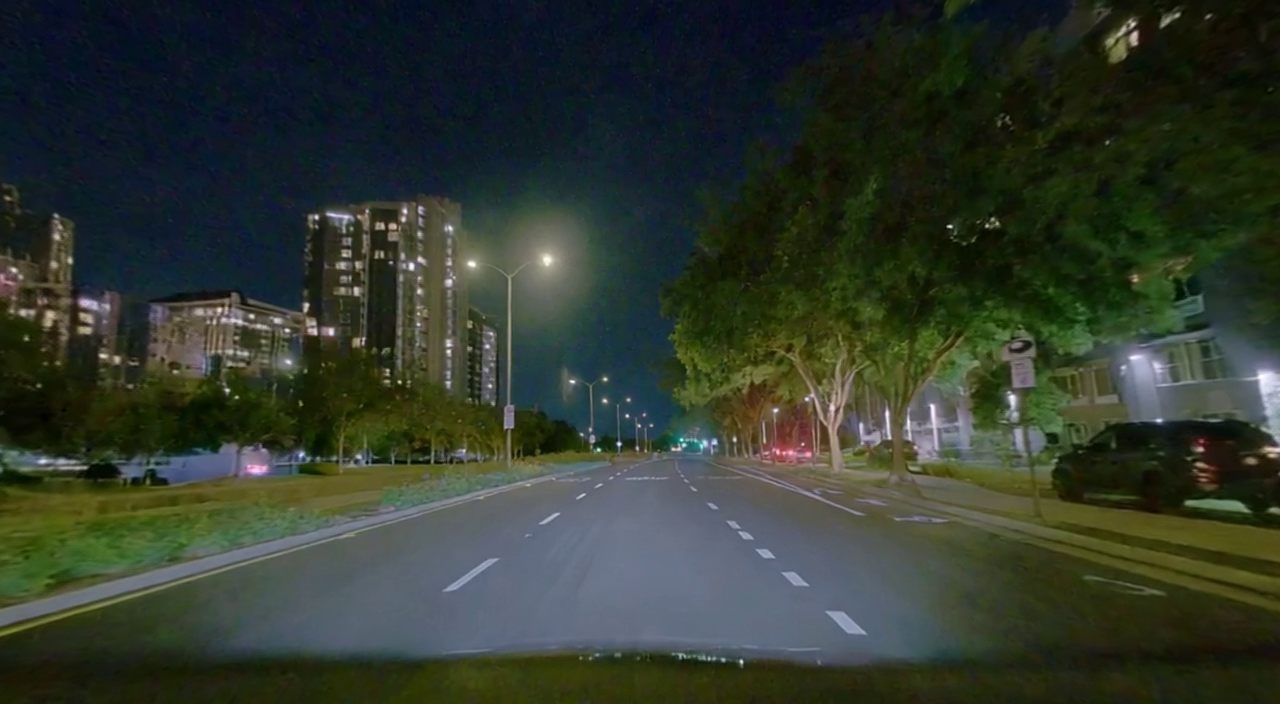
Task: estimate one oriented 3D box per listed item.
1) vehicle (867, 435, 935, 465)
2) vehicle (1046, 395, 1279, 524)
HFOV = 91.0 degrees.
[{"bbox_3d":[14.346,5.431,34.878,1.879,1.507,4.836,0,-9,2],"label":"vehicle"},{"bbox_3d":[10.057,1.943,11.734,2.007,1.895,4.812,-1,-9,5],"label":"vehicle"}]
